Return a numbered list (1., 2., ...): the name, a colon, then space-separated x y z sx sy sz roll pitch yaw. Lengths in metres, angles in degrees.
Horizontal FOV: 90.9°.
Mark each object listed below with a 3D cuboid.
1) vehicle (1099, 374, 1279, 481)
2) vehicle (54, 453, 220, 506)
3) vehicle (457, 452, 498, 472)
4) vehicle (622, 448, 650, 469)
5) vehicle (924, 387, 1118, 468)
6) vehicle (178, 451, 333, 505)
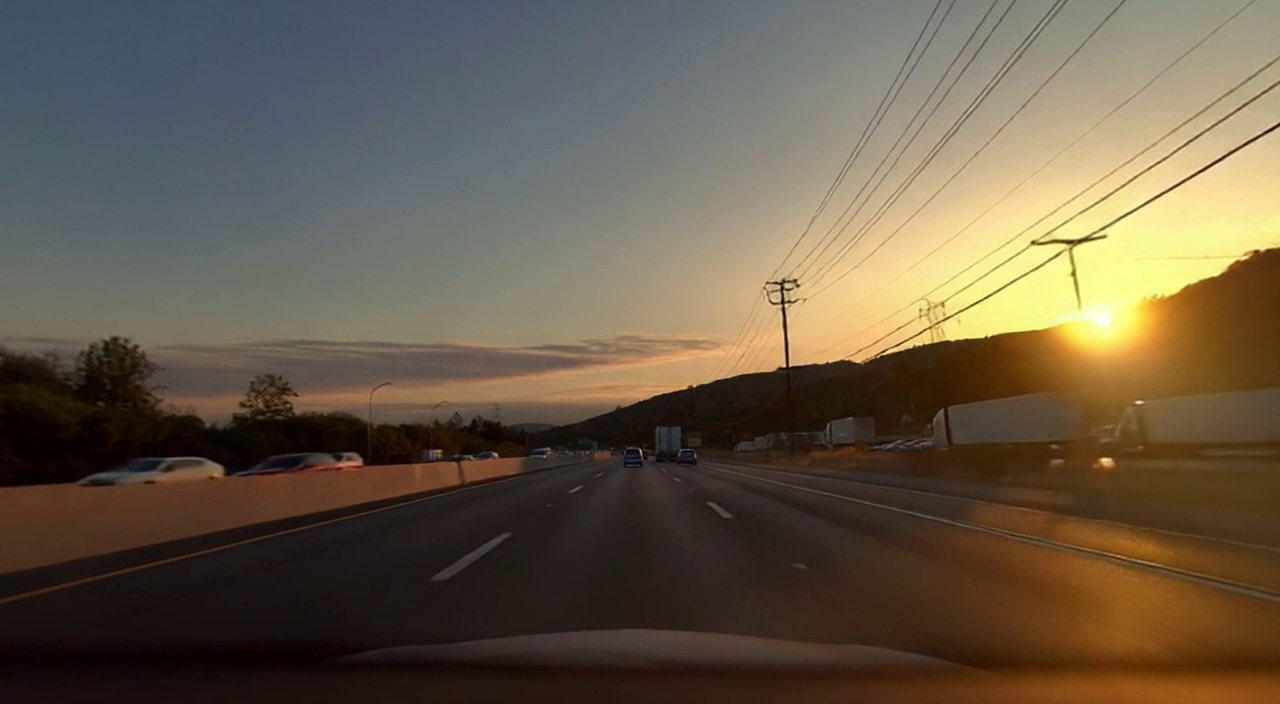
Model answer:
1. vehicle: 24.127 3.107 25.111 2.849 3.732 12.220 -1 -9 2
2. vehicle: -16.008 4.038 20.399 1.862 1.473 4.209 0 -9 0
3. vehicle: -12.363 8.393 48.119 1.855 1.429 4.461 0 -9 1
4. vehicle: -0.292 8.290 49.242 2.111 1.599 3.859 0 -9 0
5. vehicle: 23.579 5.148 40.842 3.234 4.276 14.411 0 -9 -1
6. vehicle: -11.941 3.904 20.020 2.010 1.472 4.552 0 -9 0
